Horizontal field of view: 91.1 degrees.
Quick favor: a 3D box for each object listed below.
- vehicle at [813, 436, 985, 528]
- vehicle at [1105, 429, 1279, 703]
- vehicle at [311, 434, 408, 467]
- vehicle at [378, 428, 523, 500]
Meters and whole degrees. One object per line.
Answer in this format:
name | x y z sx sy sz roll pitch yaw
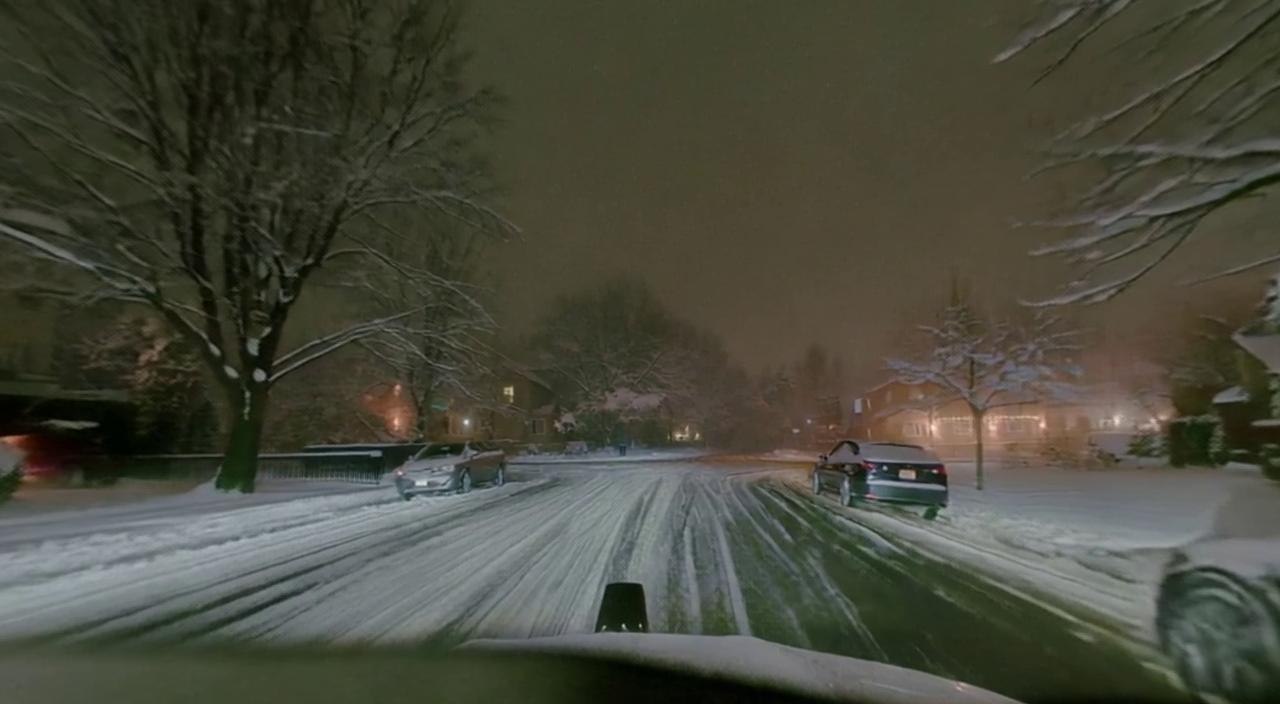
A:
vehicle | 4.848 2.422 12.601 1.931 1.395 4.793 1 -7 7
vehicle | 3.711 0.882 1.391 2.088 1.429 4.796 0 -8 6
vehicle | -17.180 6.069 38.735 4.879 1.867 2.234 2 -8 -4
vehicle | -4.805 2.987 16.695 1.943 1.433 4.717 -7 -11 6
